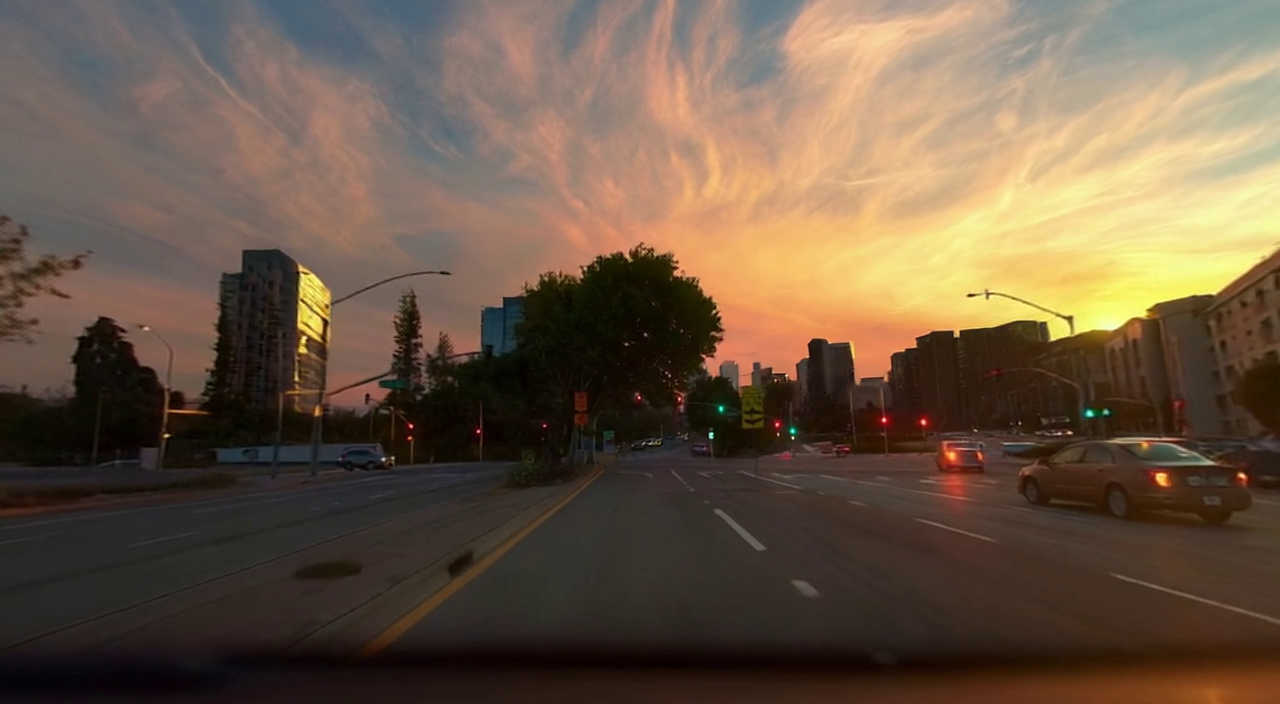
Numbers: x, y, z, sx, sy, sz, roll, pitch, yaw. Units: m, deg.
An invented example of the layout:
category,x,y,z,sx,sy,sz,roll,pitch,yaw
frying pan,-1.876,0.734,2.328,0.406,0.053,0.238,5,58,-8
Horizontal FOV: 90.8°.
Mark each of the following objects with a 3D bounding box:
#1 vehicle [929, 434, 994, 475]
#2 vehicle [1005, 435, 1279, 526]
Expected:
category,x,y,z,sx,sy,sz,roll,pitch,yaw
vehicle,15.462,4.926,30.637,1.951,1.843,4.335,-3,-9,16
vehicle,9.732,2.469,12.823,1.933,1.500,4.458,0,-8,-1
